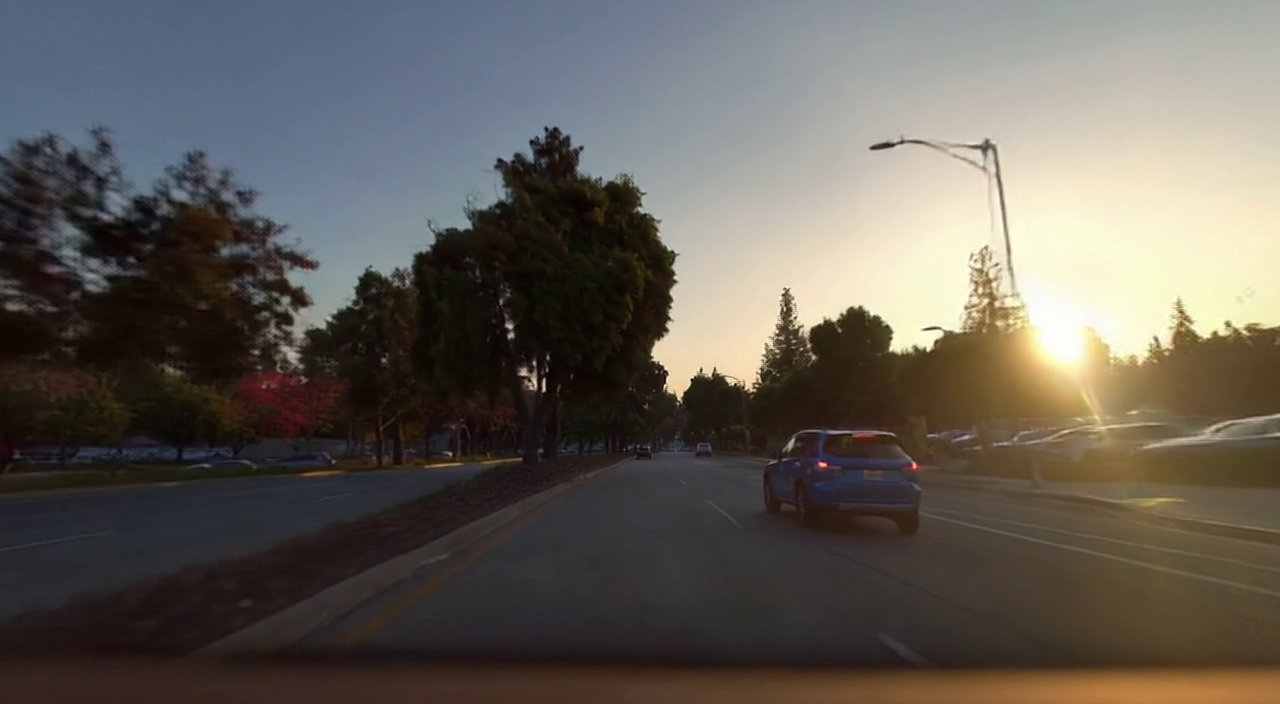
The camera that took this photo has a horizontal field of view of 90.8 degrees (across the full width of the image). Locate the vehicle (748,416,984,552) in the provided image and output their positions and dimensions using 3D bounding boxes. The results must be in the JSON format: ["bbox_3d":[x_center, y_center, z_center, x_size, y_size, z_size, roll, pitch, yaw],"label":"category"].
[{"bbox_3d":[3.193,1.967,10.073,2.060,1.665,4.284,0,-9,-1],"label":"vehicle"}]
